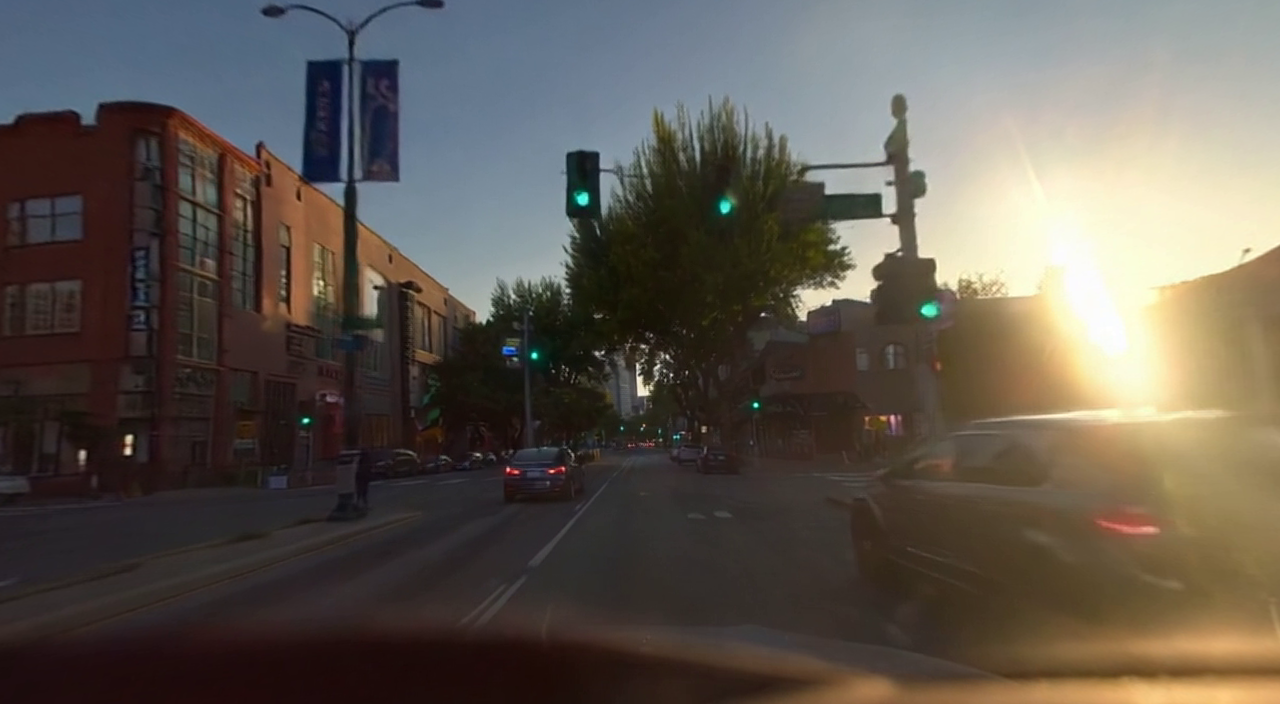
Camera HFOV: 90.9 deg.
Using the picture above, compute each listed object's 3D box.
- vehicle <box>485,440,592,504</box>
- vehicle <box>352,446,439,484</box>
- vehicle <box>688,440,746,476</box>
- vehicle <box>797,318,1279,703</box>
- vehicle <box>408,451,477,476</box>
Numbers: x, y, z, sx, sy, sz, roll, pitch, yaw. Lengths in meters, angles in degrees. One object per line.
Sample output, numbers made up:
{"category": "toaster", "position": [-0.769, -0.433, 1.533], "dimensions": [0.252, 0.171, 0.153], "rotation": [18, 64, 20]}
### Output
{"category": "vehicle", "position": [-2.511, 3.091, 16.748], "dimensions": [2.030, 1.436, 4.388], "rotation": [0, -8, 1]}
{"category": "vehicle", "position": [-12.310, 5.594, 31.611], "dimensions": [4.737, 1.741, 2.092], "rotation": [-8, -11, 41]}
{"category": "vehicle", "position": [3.376, 4.769, 28.589], "dimensions": [1.950, 1.462, 4.807], "rotation": [0, -8, -1]}
{"category": "vehicle", "position": [3.132, 1.133, 5.062], "dimensions": [2.286, 1.777, 5.366], "rotation": [0, -8, -1]}
{"category": "vehicle", "position": [-12.345, 6.888, 39.206], "dimensions": [4.305, 1.463, 2.020], "rotation": [-7, -11, 39]}
